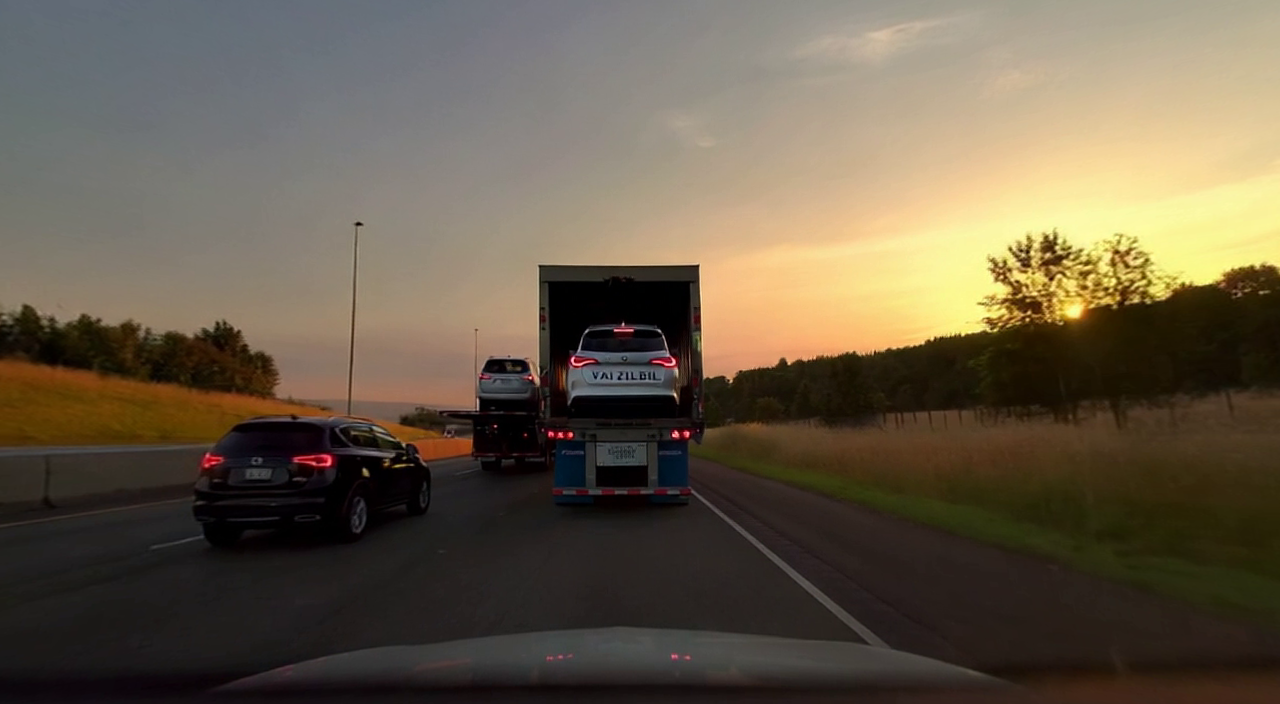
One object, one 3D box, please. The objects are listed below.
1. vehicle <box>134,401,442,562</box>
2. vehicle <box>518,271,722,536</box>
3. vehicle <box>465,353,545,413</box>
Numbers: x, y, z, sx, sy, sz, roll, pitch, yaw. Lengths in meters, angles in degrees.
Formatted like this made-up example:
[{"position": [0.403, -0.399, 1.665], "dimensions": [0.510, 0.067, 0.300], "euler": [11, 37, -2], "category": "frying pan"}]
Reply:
[{"position": [-4.396, 1.649, 8.871], "dimensions": [1.914, 1.675, 4.331], "euler": [0, -7, -2], "category": "vehicle"}, {"position": [-0.406, 1.259, 13.273], "dimensions": [2.738, 3.628, 9.223], "euler": [0, -7, -2], "category": "vehicle"}, {"position": [-4.726, 1.215, 22.801], "dimensions": [2.118, 1.799, 4.591], "euler": [0, -7, -3], "category": "vehicle"}]
